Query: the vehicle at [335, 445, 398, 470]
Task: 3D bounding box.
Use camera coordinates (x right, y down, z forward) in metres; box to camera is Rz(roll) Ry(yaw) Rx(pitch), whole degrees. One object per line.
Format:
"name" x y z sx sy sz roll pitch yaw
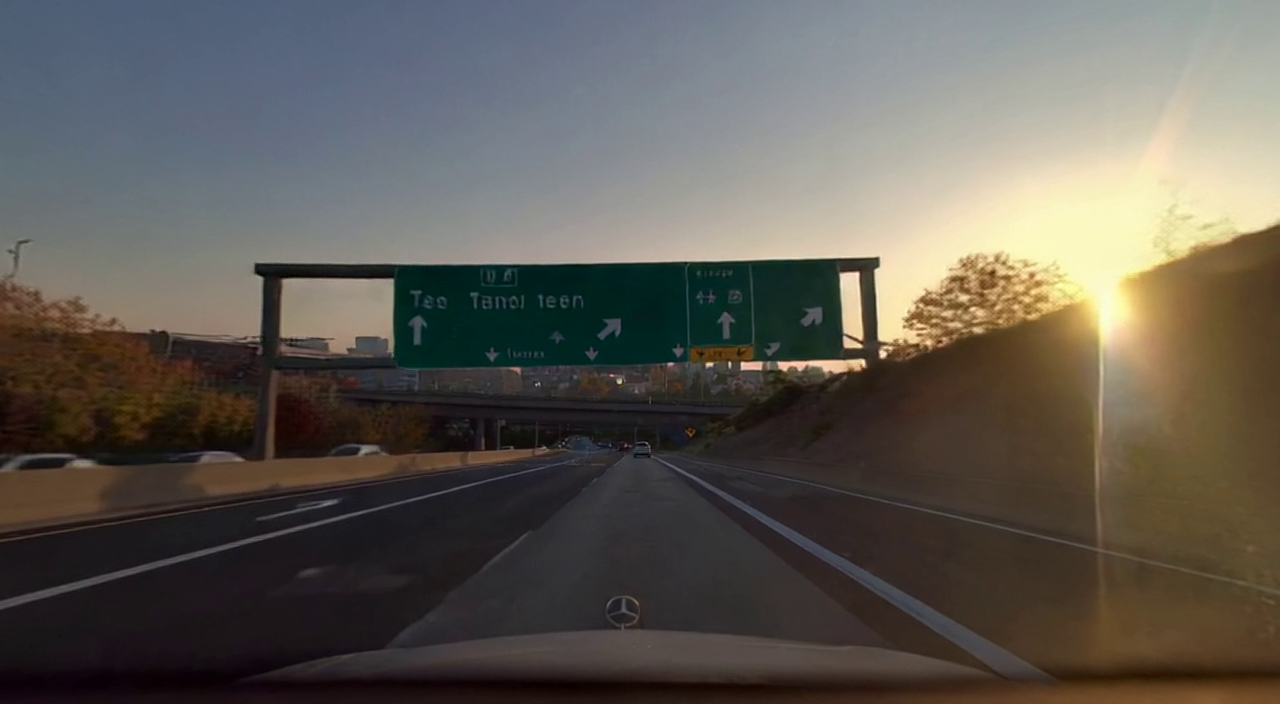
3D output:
"vehicle" -18.288 7.071 42.467 2.123 1.517 4.776 0 -9 0

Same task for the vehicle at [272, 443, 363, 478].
"vehicle" -14.949 5.039 29.563 1.943 1.481 4.364 0 -9 0

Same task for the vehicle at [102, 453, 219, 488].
"vehicle" -21.896 5.399 29.083 1.857 1.456 4.536 0 -9 0
